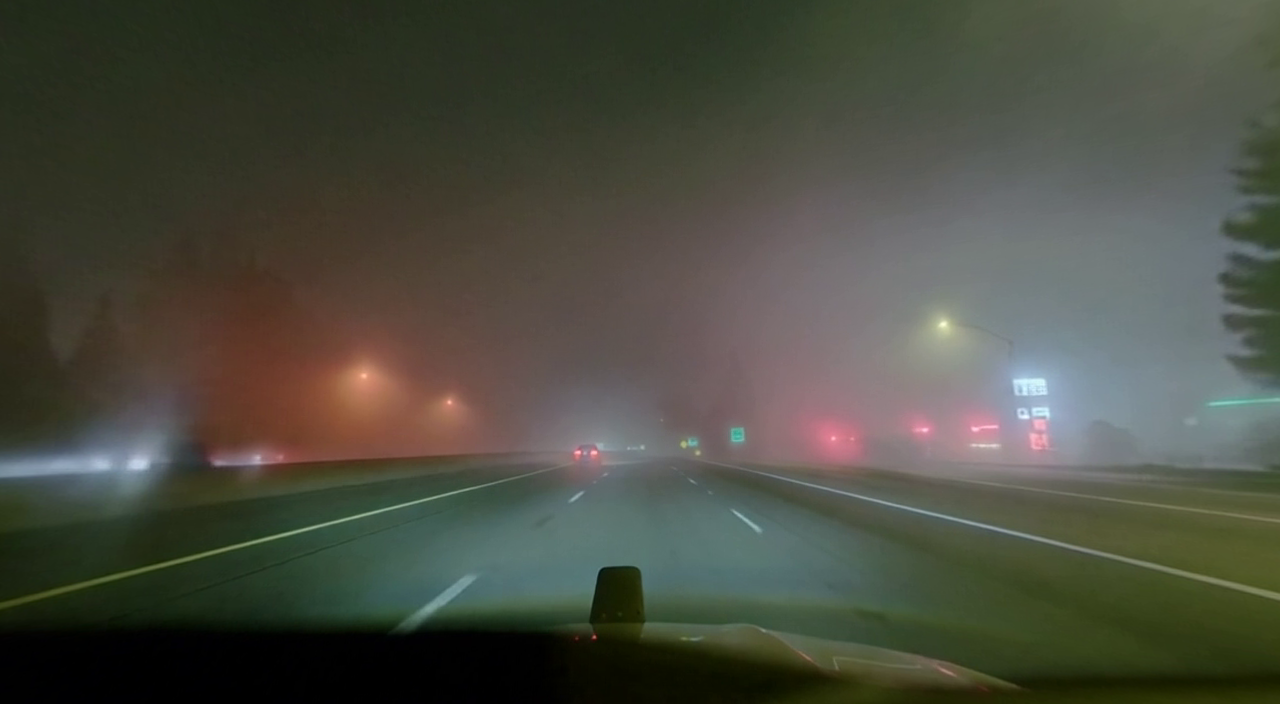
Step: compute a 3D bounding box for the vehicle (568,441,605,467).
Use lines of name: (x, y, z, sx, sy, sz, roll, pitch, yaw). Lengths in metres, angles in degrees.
vehicle: (-3.374, 6.557, 40.494, 2.015, 1.557, 4.229, 0, -9, 1)
